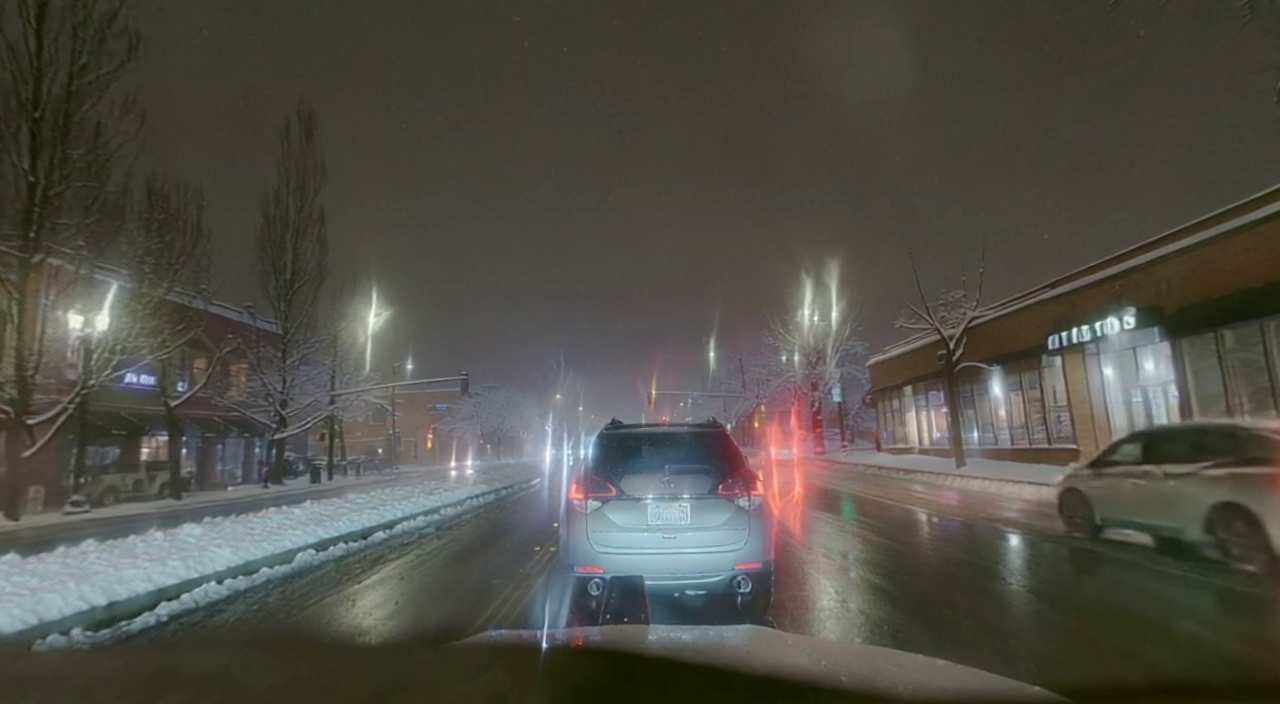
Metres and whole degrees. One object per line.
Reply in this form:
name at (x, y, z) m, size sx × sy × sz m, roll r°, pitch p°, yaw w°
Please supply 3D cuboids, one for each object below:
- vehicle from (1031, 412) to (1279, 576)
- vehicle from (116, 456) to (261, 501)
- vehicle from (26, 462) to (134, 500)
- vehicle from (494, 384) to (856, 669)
vehicle at (6.899, 1.548, 7.435) m, size 1.900 × 1.507 × 4.151 m, roll 0°, pitch -8°, yaw 0°
vehicle at (-19.373, 5.386, 27.244) m, size 1.981 × 1.659 × 4.608 m, roll -7°, pitch -10°, yaw 37°
vehicle at (-28.649, 6.619, 32.443) m, size 2.018 × 1.716 × 4.042 m, roll -1°, pitch -10°, yaw -5°
vehicle at (0.205, 1.312, 5.737) m, size 2.125 × 1.669 × 3.880 m, roll 0°, pitch -8°, yaw 0°
